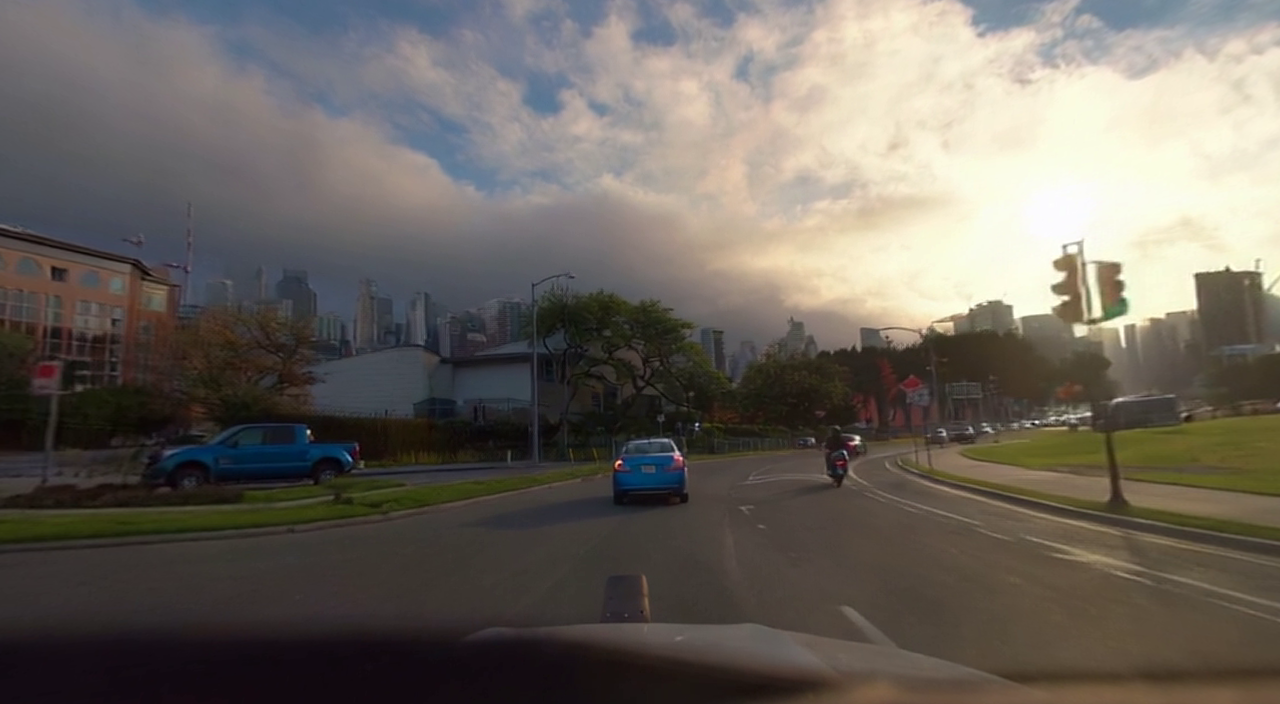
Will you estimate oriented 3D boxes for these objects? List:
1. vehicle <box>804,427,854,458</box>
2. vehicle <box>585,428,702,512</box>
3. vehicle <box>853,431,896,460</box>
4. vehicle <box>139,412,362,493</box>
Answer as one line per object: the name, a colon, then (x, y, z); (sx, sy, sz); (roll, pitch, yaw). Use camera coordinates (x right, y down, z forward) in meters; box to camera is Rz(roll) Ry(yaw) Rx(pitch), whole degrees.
vehicle: (12.047, 5.754, 39.886); (2.212, 1.790, 4.768); (-4, -9, 25)
vehicle: (0.133, 2.428, 13.405); (2.118, 1.480, 3.949); (-1, -8, 2)
vehicle: (13.603, 5.419, 36.476); (1.822, 1.555, 3.574); (-5, -9, 27)
vehicle: (-15.209, 3.975, 25.333); (2.287, 2.780, 7.166); (-6, -10, 32)
